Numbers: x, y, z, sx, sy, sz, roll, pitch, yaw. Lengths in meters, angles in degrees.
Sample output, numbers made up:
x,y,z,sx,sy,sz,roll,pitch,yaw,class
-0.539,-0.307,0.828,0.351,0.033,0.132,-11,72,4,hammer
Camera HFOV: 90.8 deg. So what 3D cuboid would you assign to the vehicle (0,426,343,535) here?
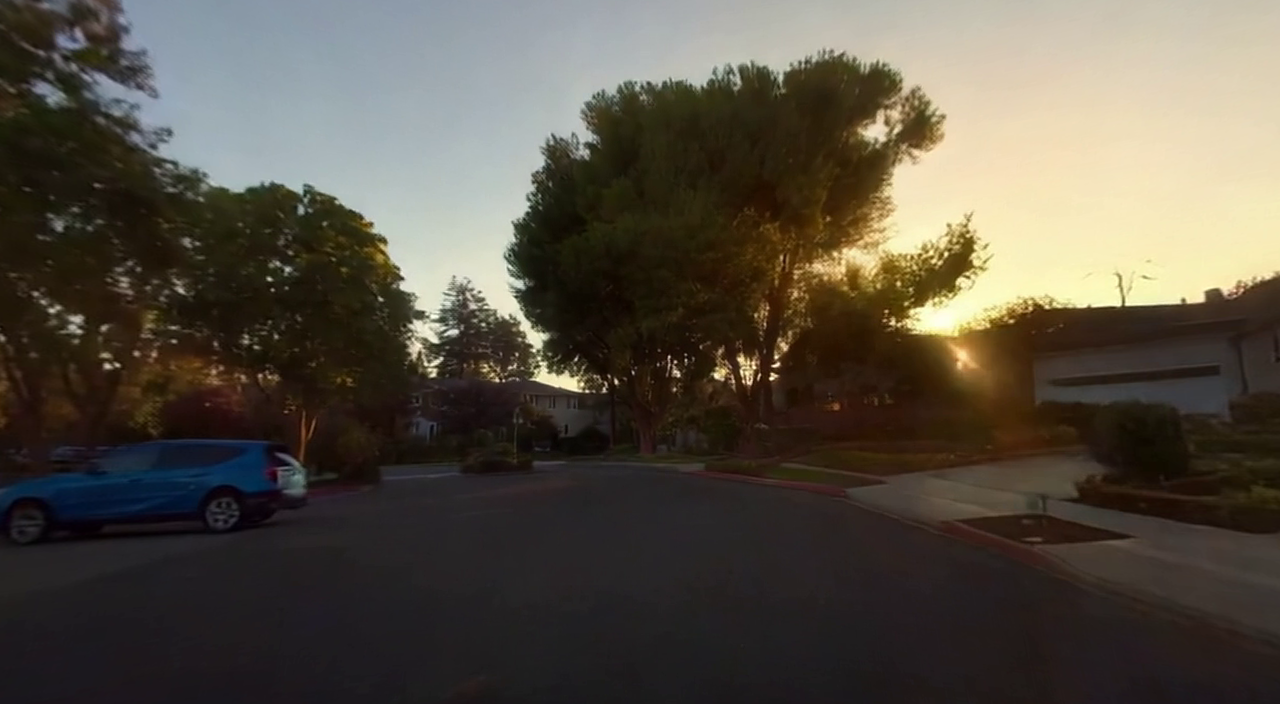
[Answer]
x,y,z,sx,sy,sz,roll,pitch,yaw,class
-7.918,2.140,10.808,4.692,1.660,1.879,0,-9,-1,vehicle
